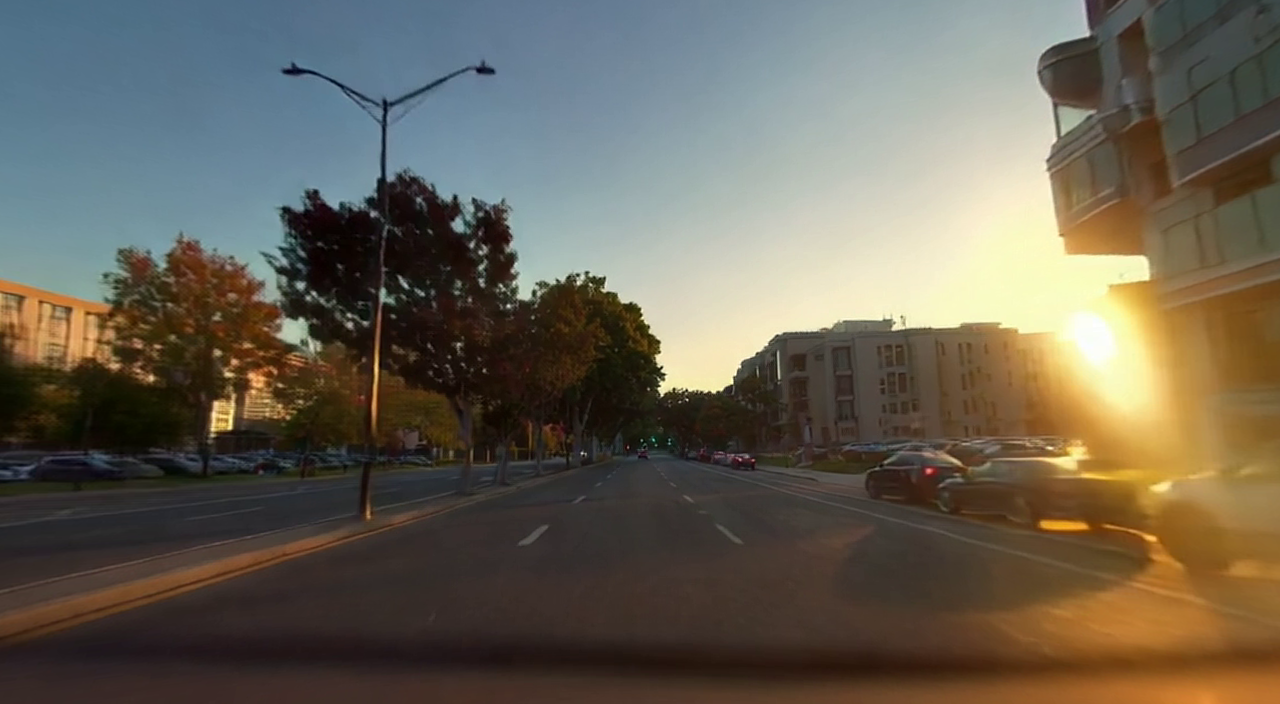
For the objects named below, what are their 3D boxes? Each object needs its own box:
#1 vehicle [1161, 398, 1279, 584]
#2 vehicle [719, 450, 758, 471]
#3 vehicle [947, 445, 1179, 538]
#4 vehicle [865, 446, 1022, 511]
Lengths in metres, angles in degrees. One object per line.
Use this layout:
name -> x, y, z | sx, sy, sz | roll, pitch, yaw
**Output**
vehicle -> 7.593, 1.272, 5.488 | 2.152, 1.869, 4.476 | 0, -8, -2
vehicle -> 7.522, 8.352, 48.908 | 2.066, 1.451, 4.783 | 0, -8, -2
vehicle -> 7.749, 2.531, 12.136 | 1.714, 1.439, 4.020 | 0, -8, 1
vehicle -> 7.853, 3.275, 16.925 | 1.913, 1.465, 4.446 | 0, -8, -1
